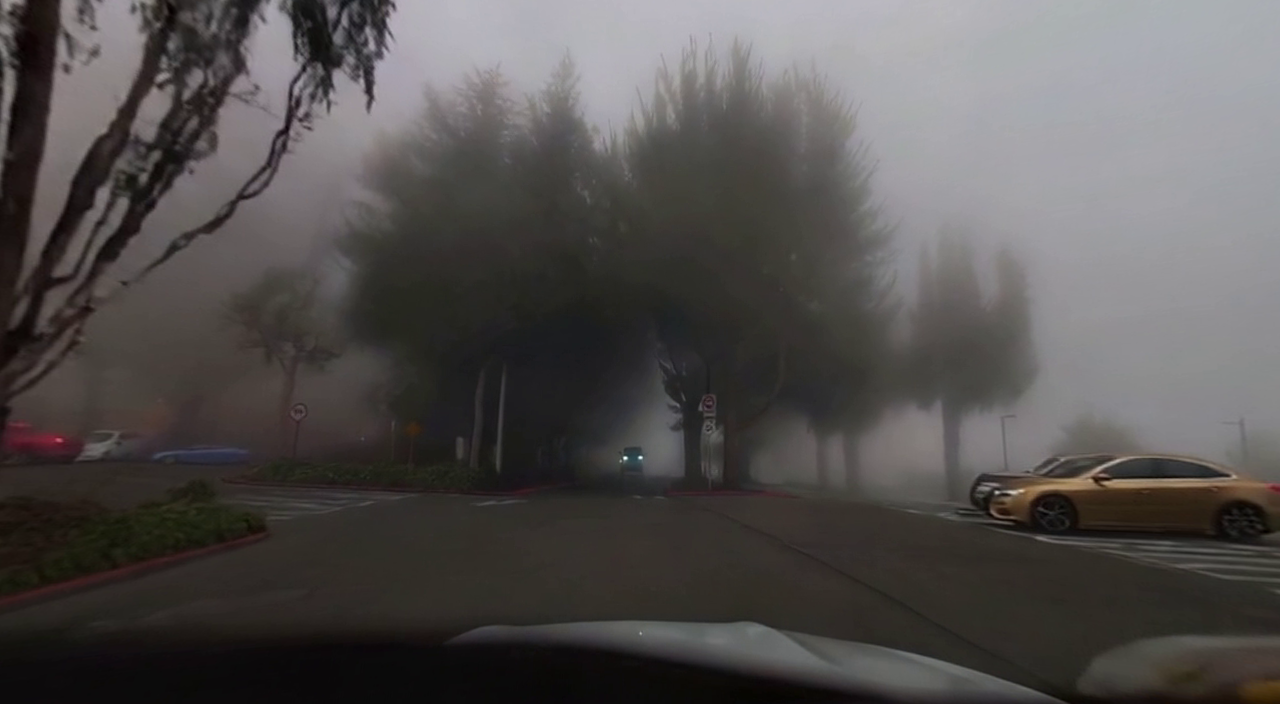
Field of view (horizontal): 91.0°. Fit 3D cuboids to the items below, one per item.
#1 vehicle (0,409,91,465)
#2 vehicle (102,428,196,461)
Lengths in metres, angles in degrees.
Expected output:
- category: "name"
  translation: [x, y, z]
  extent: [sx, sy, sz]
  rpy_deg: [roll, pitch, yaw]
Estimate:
- category: "vehicle"
  translation: [-22.251, 3.130, 22.561]
  extent: [1.675, 1.587, 3.980]
  rpy_deg: [-3, -12, -4]
- category: "vehicle"
  translation: [-25.648, 4.806, 33.042]
  extent: [1.870, 1.563, 4.039]
  rpy_deg: [-2, -7, -3]
